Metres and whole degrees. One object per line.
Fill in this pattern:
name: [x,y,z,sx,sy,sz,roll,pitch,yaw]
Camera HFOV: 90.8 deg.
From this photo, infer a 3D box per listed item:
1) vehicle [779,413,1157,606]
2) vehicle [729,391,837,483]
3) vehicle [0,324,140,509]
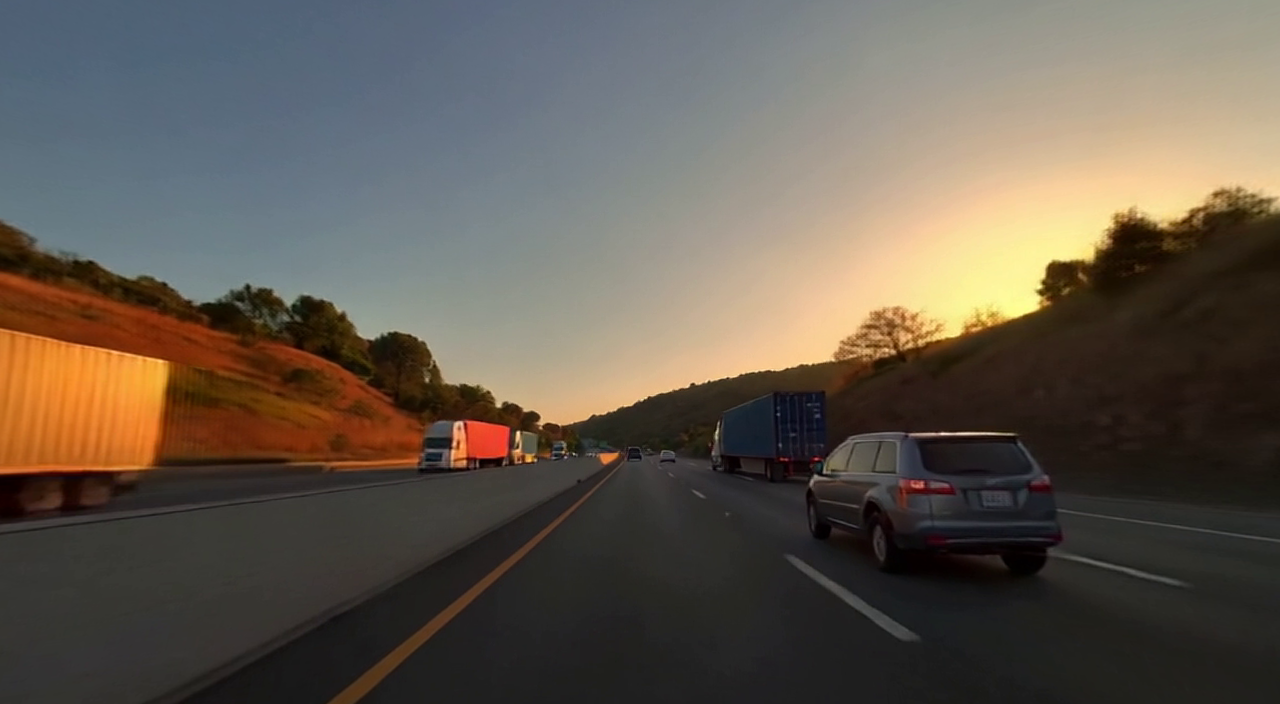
vehicle: [3.360,1.715,7.812,2.130,1.658,4.537,0,-9,-1]
vehicle: [7.378,4.842,35.220,2.882,4.109,13.567,0,-9,0]
vehicle: [-15.526,0.870,10.333,2.901,4.036,14.483,0,-9,0]
